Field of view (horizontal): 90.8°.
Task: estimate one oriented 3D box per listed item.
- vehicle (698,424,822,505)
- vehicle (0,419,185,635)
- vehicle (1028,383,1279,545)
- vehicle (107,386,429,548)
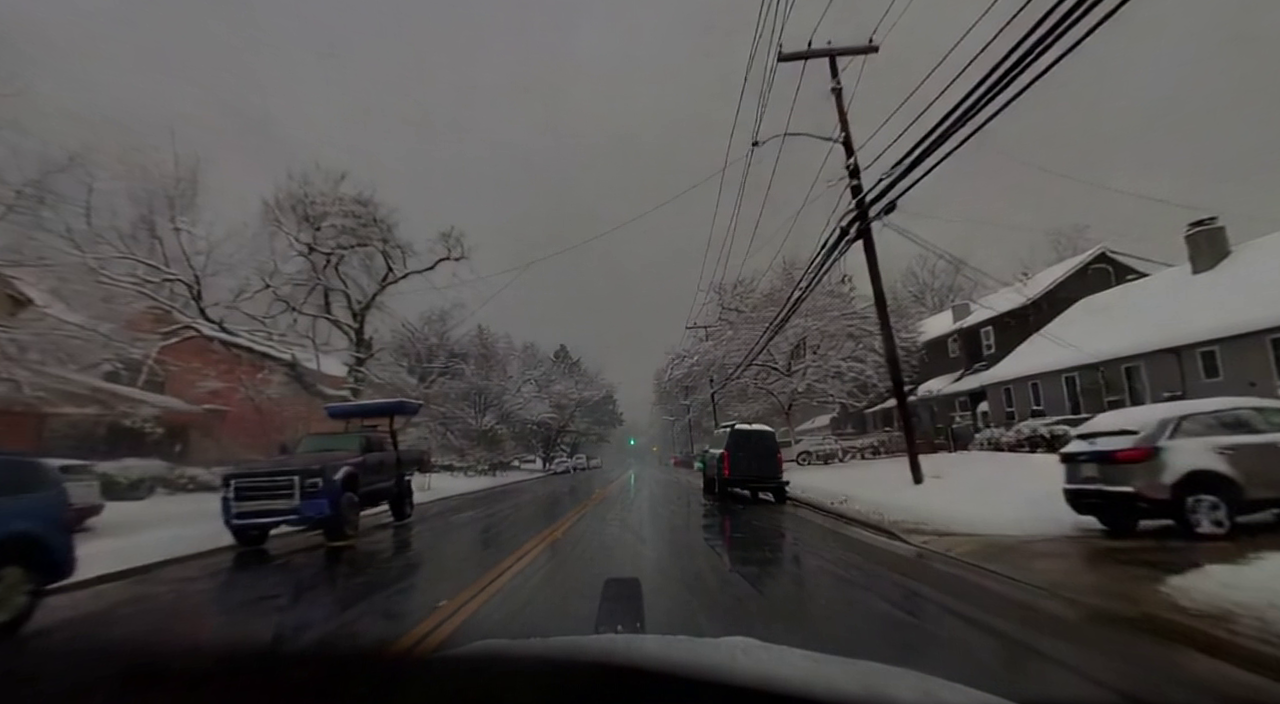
[{"bbox_3d":[3.187,3.122,18.052,2.203,1.952,5.111,0,-9,-4],"label":"vehicle"},{"bbox_3d":[-6.433,1.485,5.168,2.046,1.777,4.473,-3,-12,0],"label":"vehicle"},{"bbox_3d":[8.185,1.483,8.461,4.489,1.812,2.056,-1,-13,-4],"label":"vehicle"},{"bbox_3d":[-6.306,2.266,12.077,2.269,2.229,6.042,-2,-12,2],"label":"vehicle"}]
